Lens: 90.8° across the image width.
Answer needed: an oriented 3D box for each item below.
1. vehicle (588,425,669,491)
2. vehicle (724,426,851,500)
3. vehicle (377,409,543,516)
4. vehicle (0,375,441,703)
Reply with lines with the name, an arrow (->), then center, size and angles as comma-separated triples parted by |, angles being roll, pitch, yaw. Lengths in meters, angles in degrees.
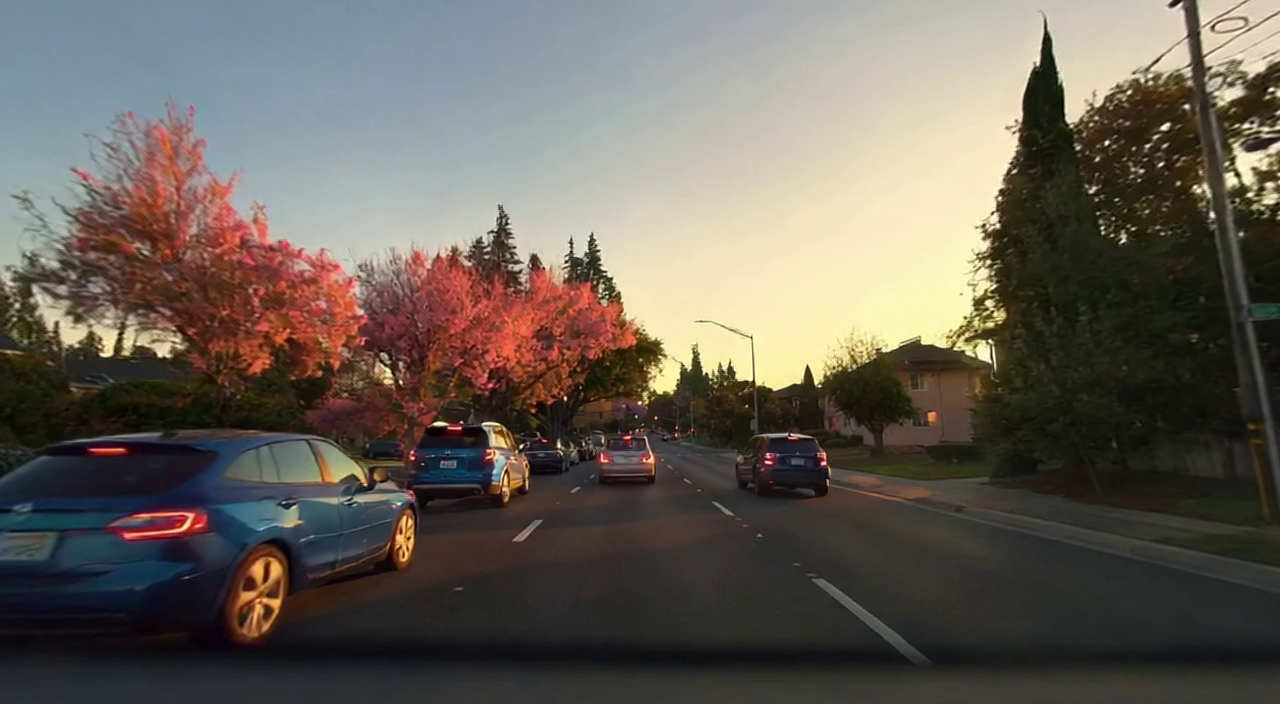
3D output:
vehicle -> -0.329, 3.051, 18.430 | 2.112, 1.693, 4.058 | 0, -8, -1
vehicle -> 3.707, 2.889, 16.887 | 2.188, 1.685, 4.604 | 0, -8, -1
vehicle -> -3.651, 2.375, 13.996 | 2.304, 1.928, 4.833 | 0, -8, -1
vehicle -> -3.138, 1.183, 4.412 | 2.074, 1.566, 4.392 | 0, -8, 0
